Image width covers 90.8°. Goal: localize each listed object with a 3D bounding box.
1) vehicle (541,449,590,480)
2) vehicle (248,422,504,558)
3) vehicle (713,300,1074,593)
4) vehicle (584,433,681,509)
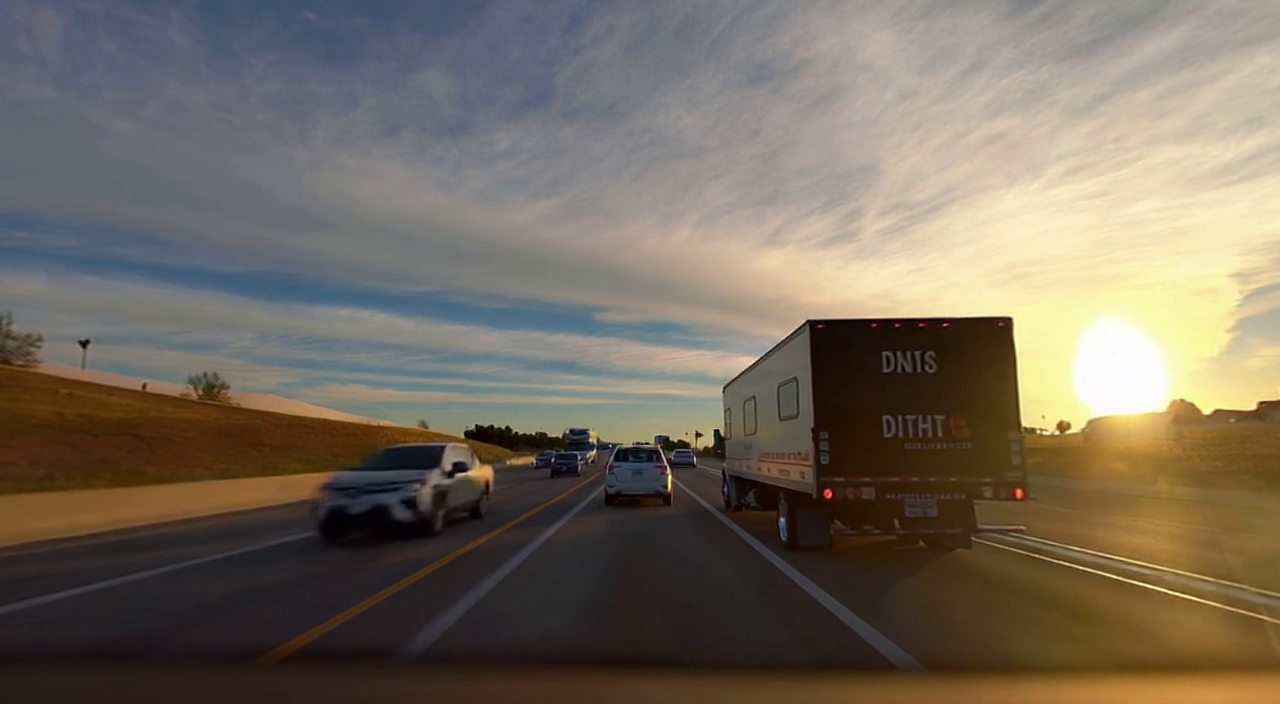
[{"bbox_3d":[-3.785,5.762,32.514,1.933,1.465,3.898,-1,-9,2],"label":"vehicle"},{"bbox_3d":[-3.750,2.054,10.081,2.098,1.659,4.432,0,-9,1],"label":"vehicle"},{"bbox_3d":[2.942,1.467,10.028,2.533,2.942,7.280,0,-9,-1],"label":"vehicle"},{"bbox_3d":[-0.140,3.051,16.542,2.201,1.719,4.058,0,-9,1],"label":"vehicle"}]
